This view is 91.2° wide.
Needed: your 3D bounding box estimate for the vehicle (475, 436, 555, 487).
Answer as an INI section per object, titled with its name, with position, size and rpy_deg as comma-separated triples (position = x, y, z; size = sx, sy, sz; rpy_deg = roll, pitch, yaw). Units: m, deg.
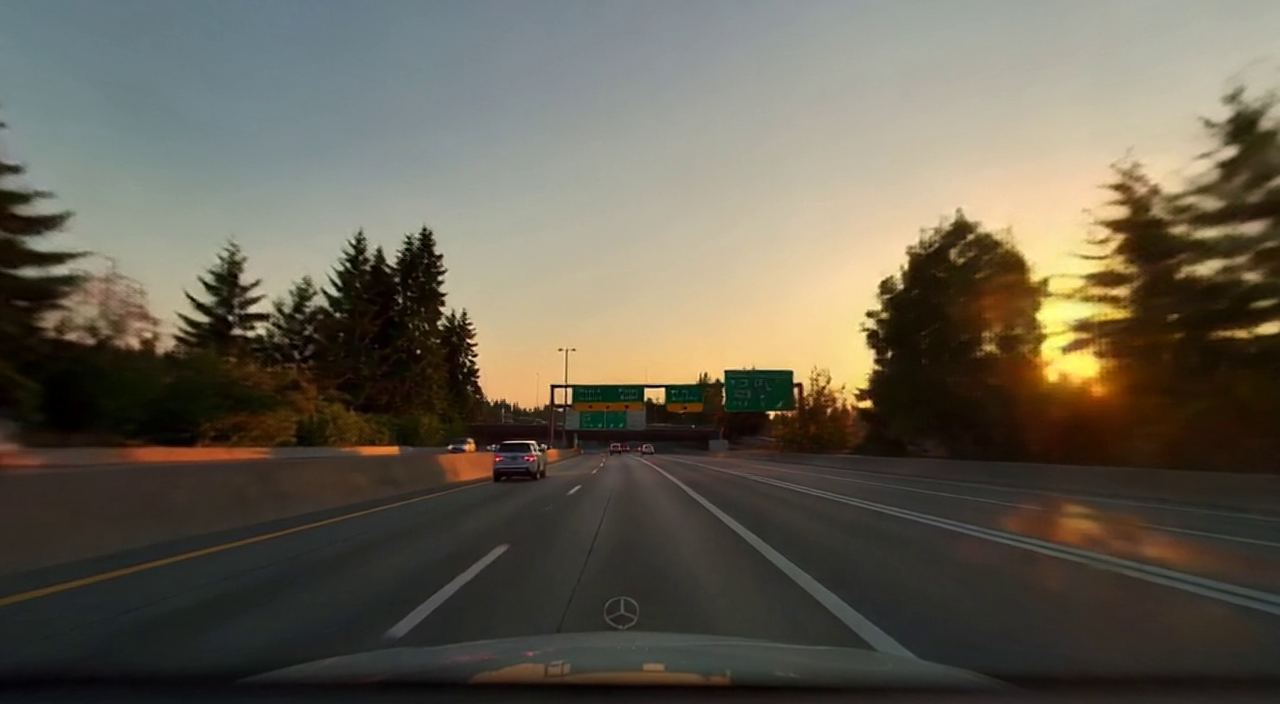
[vehicle]
position = -4.294, 3.839, 22.219
size = 2.071, 1.615, 3.868
rpy_deg = 0, -9, 0
